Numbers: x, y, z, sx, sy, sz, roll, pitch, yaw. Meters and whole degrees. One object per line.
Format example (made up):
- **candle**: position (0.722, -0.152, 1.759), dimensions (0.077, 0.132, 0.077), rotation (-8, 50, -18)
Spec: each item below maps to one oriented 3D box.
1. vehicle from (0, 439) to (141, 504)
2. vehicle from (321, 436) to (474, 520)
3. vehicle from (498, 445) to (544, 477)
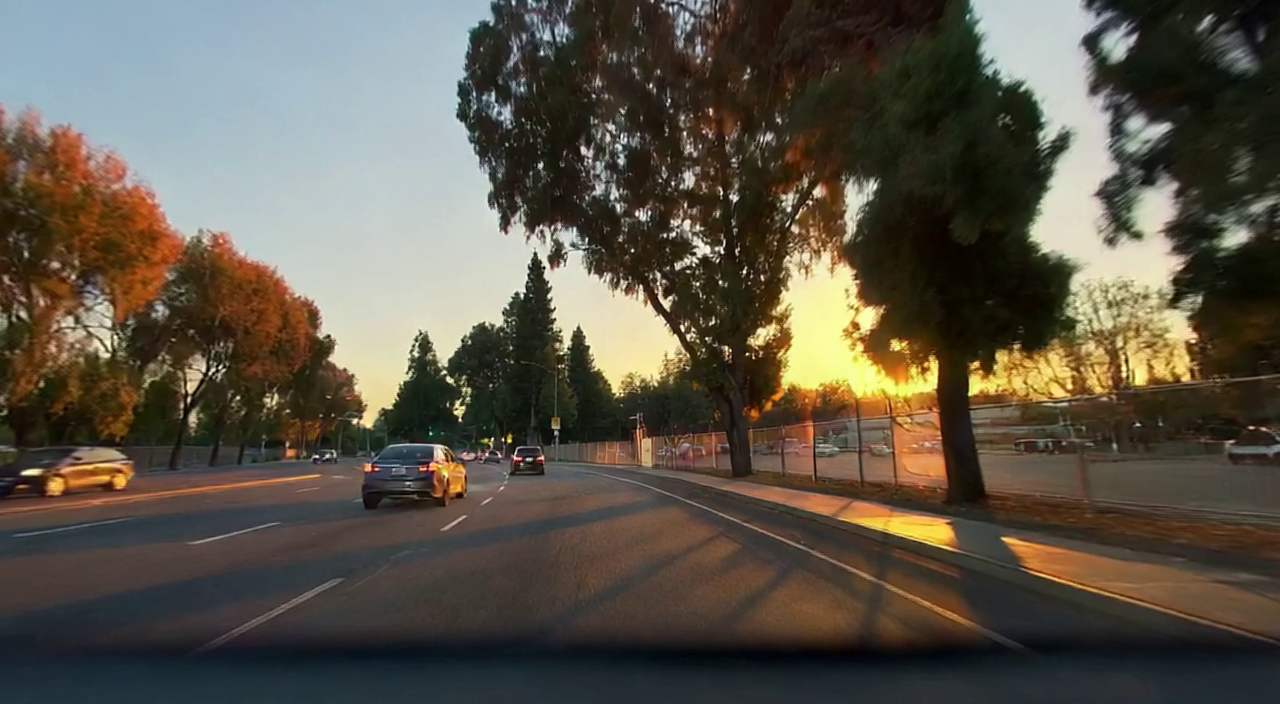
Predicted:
- **vehicle**: position (-18.457, 3.605, 19.619), dimensions (2.211, 1.742, 5.282), rotation (1, -9, -9)
- **vehicle**: position (-5.491, 2.877, 15.059), dimensions (2.105, 1.676, 4.541), rotation (0, -8, -4)
- **vehicle**: position (-6.075, 5.558, 32.542), dimensions (2.147, 1.474, 4.083), rotation (1, -9, -9)
